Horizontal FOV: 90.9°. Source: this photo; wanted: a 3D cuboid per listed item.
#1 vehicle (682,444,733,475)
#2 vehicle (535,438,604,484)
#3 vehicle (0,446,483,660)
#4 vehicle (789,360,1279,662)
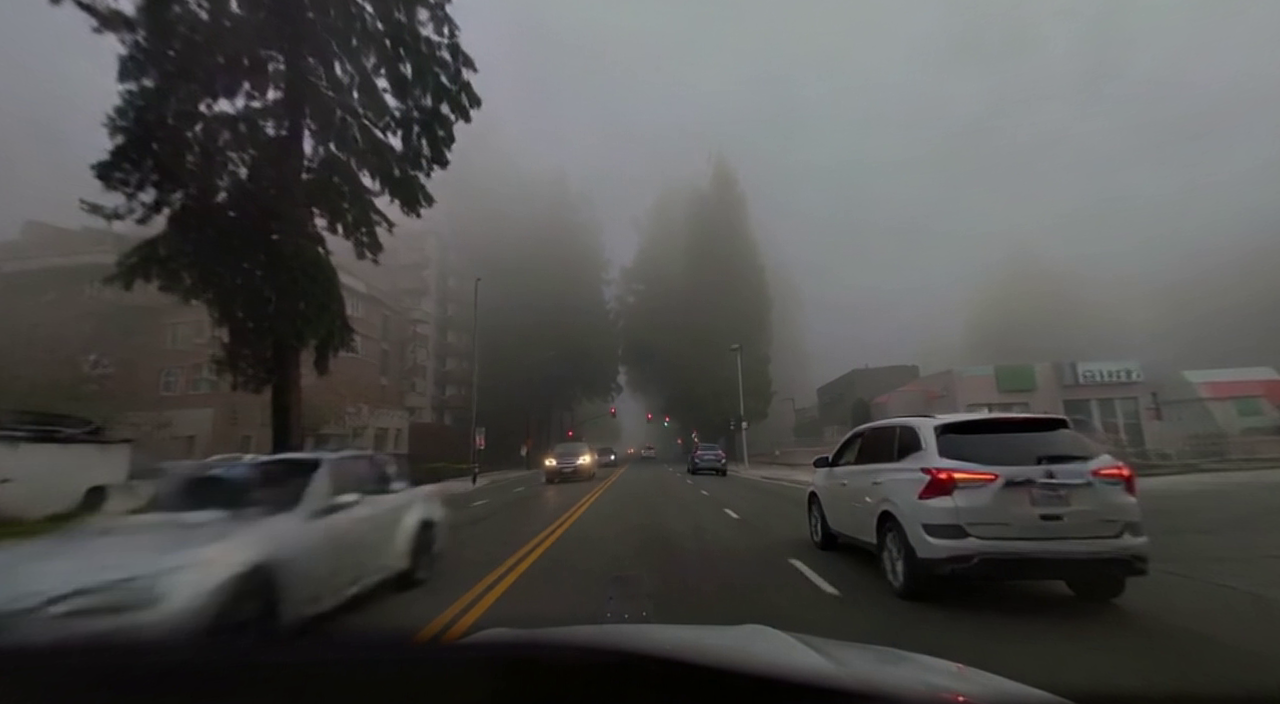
[{"bbox_3d":[3.449,5.622,33.167,2.072,1.471,4.834,0,-9,-1],"label":"vehicle"},{"bbox_3d":[-3.136,5.079,29.707,2.304,1.886,6.516,0,-9,2],"label":"vehicle"},{"bbox_3d":[-3.316,1.711,6.540,2.133,1.439,4.280,0,-9,2],"label":"vehicle"},{"bbox_3d":[3.305,1.364,6.540,2.251,1.861,5.144,0,-9,0],"label":"vehicle"}]
